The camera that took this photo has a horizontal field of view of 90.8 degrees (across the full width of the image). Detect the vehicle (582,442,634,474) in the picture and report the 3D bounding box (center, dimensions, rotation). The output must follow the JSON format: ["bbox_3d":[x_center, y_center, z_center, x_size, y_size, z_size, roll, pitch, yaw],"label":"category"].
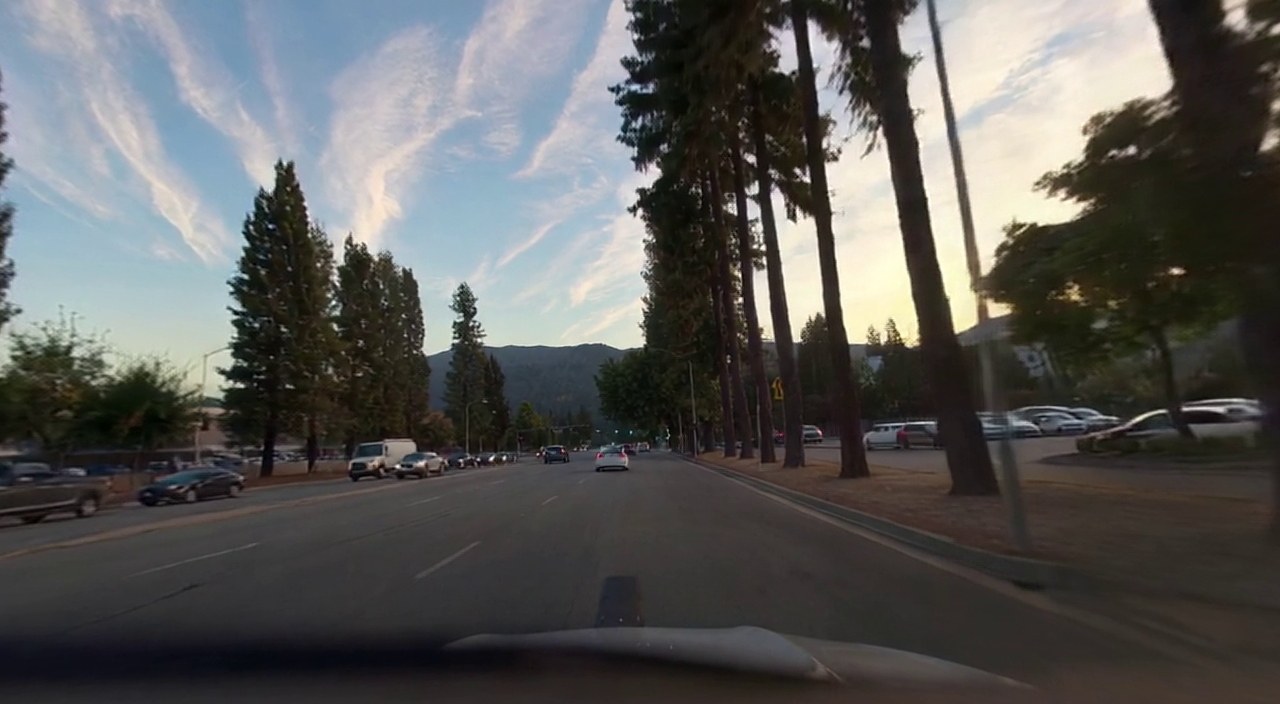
[{"bbox_3d":[-1.551,5.431,32.548,2.235,1.500,4.420,-1,-8,3],"label":"vehicle"}]

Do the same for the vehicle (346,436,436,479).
[{"bbox_3d":[-16.672,7.113,42.958,2.599,2.675,7.177,-1,-8,6],"label":"vehicle"}]

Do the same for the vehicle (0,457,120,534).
[{"bbox_3d":[-16.463,3.652,16.240,2.073,1.749,4.770,0,-8,0],"label":"vehicle"}]

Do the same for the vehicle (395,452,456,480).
[{"bbox_3d":[-12.470,6.631,37.068,2.013,1.498,4.474,0,-8,0],"label":"vehicle"}]

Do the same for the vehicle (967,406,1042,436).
[{"bbox_3d":[24.217,4.649,42.230,2.179,1.825,5.335,-2,-7,4],"label":"vehicle"}]

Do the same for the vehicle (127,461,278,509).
[{"bbox_3d":[-16.434,5.009,24.162,2.162,1.480,5.017,0,-8,1],"label":"vehicle"}]

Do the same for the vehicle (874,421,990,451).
[{"bbox_3d":[14.371,4.180,31.275,4.739,1.424,1.936,0,-8,1],"label":"vehicle"}]

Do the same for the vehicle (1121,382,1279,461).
[{"bbox_3d":[14.356,1.528,14.790,4.431,1.456,1.977,-7,-10,-1],"label":"vehicle"}]

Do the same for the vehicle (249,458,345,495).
[{"bbox_3d":[-16.327,5.928,30.386,2.024,1.531,4.580,0,-8,0],"label":"vehicle"}]
